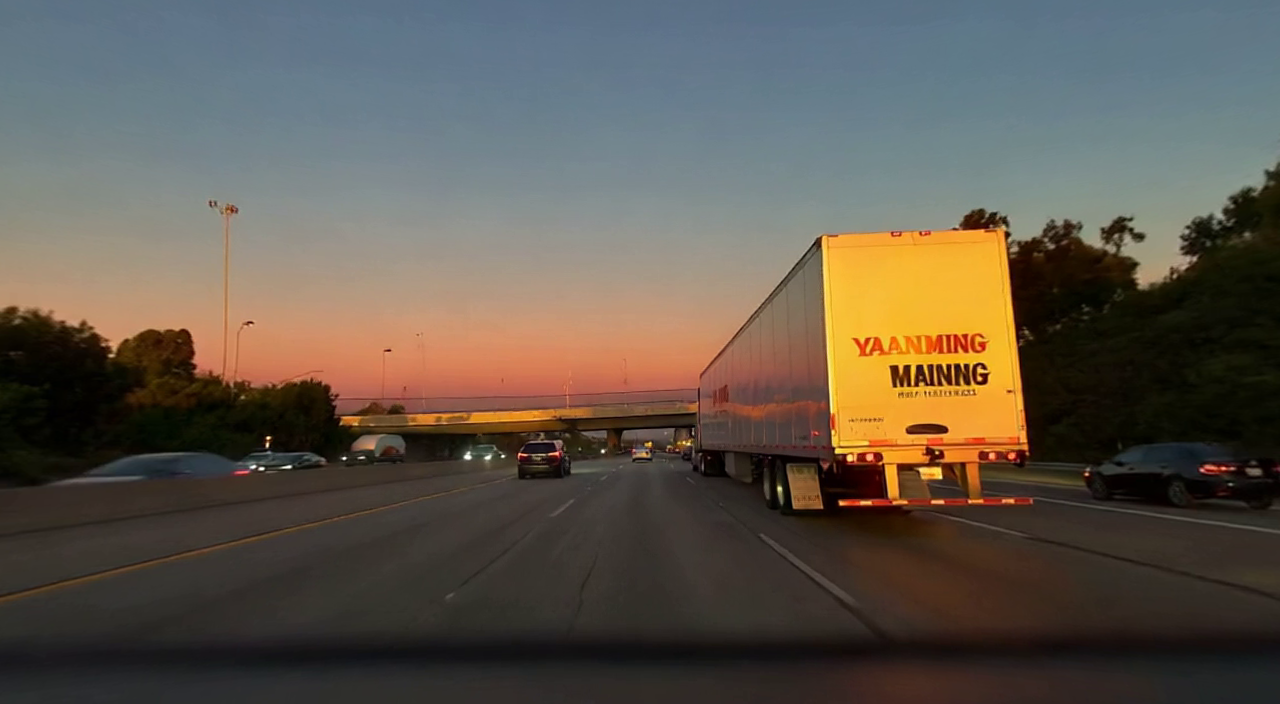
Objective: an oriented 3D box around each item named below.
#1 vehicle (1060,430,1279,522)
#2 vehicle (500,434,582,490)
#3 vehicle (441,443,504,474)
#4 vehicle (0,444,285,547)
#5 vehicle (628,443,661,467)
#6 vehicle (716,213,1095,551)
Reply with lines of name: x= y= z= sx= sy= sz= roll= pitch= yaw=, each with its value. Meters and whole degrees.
vehicle: x=11.016 y=2.367 z=12.633 sx=1.917 sy=1.471 sz=4.759 roll=0 pitch=-9 yaw=0
vehicle: x=-3.278 y=3.753 z=21.823 sx=2.058 sy=1.711 sz=4.226 roll=0 pitch=-9 yaw=1
vehicle: x=-8.915 y=5.696 z=33.974 sx=2.080 sy=1.546 sz=4.386 roll=0 pitch=-9 yaw=1
vehicle: x=-8.958 y=2.467 z=11.626 sx=2.042 sy=1.482 sz=4.708 roll=0 pitch=-9 yaw=1
vehicle: x=0.263 y=6.808 z=41.721 sx=2.063 sy=1.469 sz=4.208 roll=0 pitch=-9 yaw=-1
vehicle: x=3.863 y=1.221 z=13.800 sx=2.821 sy=4.077 sz=12.562 roll=0 pitch=-9 yaw=0
